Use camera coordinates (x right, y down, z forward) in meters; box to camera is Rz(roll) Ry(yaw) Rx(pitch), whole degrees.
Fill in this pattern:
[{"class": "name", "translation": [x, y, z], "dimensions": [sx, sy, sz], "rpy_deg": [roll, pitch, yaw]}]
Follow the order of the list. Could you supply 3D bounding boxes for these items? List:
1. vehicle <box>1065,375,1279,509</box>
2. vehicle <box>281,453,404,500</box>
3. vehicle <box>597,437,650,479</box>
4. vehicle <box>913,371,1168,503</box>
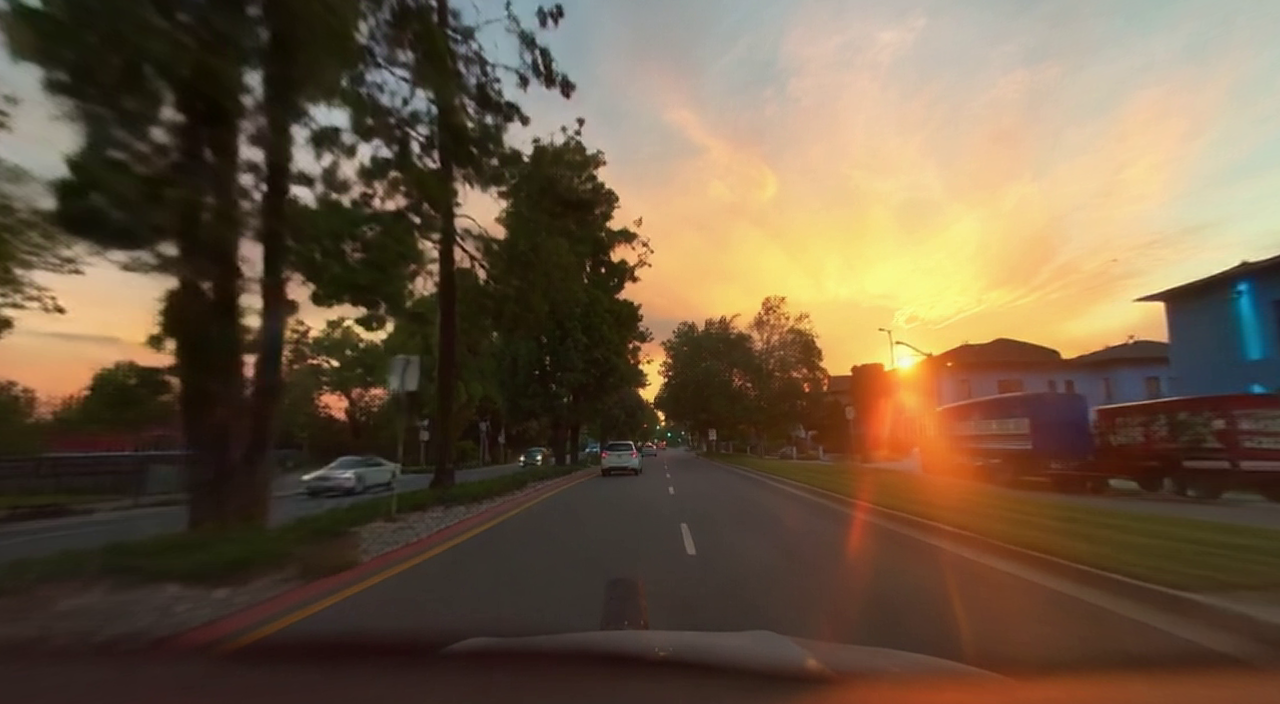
[{"class": "vehicle", "translation": [13.233, 2.060, 14.472], "dimensions": [2.507, 2.441, 6.959], "rpy_deg": [-1, -8, 4]}, {"class": "vehicle", "translation": [-10.798, 4.513, 23.317], "dimensions": [1.937, 1.465, 4.506], "rpy_deg": [-1, -8, 6]}, {"class": "vehicle", "translation": [-0.642, 4.686, 28.244], "dimensions": [2.129, 1.713, 4.314], "rpy_deg": [0, -8, 2]}, {"class": "vehicle", "translation": [13.926, 3.168, 23.683], "dimensions": [2.794, 3.710, 10.785], "rpy_deg": [-3, -8, 3]}]
